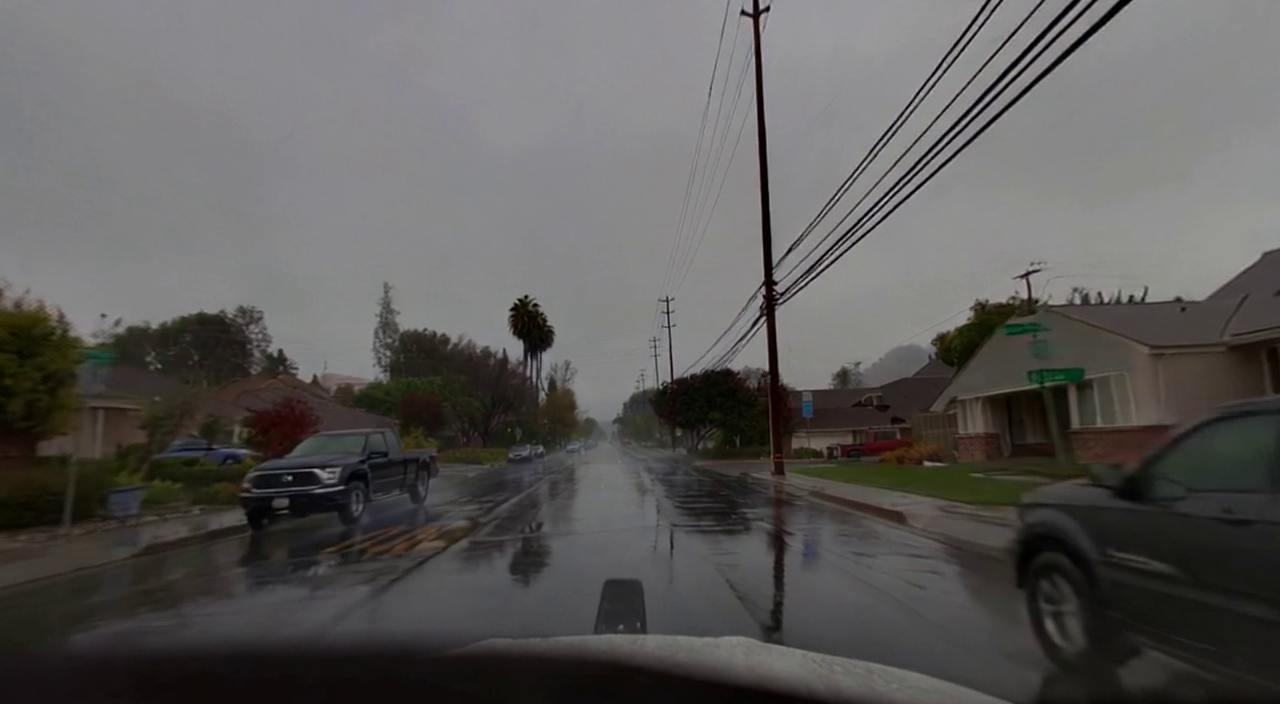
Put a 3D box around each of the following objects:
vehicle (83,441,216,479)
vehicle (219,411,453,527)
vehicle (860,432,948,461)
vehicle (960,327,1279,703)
[{"bbox_3d":[-28.534,6.301,36.932,5.660,2.110,2.321,0,-8,-2],"label":"vehicle"},{"bbox_3d":[-6.344,2.526,14.420,2.455,2.045,6.171,0,-8,-2],"label":"vehicle"},{"bbox_3d":[15.764,5.656,37.858,4.381,1.645,2.013,0,-8,-2],"label":"vehicle"},{"bbox_3d":[3.480,0.764,2.197,2.167,1.746,4.541,0,-8,-3],"label":"vehicle"}]
